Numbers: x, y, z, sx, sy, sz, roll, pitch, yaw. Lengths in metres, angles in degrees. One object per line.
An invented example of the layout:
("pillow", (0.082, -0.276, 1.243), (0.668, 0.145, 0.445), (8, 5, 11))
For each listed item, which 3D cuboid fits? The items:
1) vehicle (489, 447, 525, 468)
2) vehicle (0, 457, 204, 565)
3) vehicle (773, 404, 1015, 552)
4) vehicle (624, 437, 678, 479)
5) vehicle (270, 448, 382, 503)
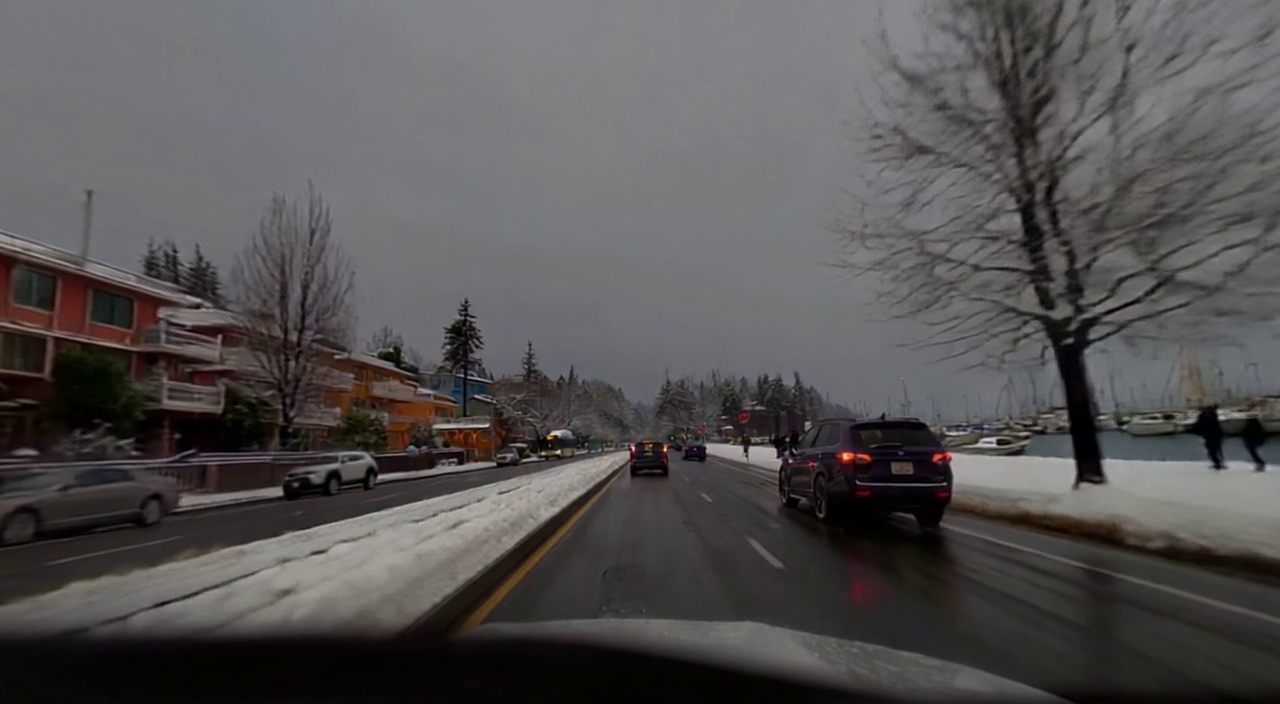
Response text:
("vehicle", (-10.108, 8.039, 48.072), (1.731, 1.489, 3.841), (-1, -9, 3))
("vehicle", (-10.393, 2.763, 11.533), (2.025, 1.465, 3.959), (-2, -8, -1))
("vehicle", (3.606, 1.886, 10.048), (2.000, 1.809, 4.405), (0, -8, 0))
("vehicle", (0.427, 4.497, 26.960), (2.132, 1.632, 3.838), (0, -8, 0))
("vehicle", (-10.318, 4.037, 21.077), (1.701, 1.528, 3.881), (-1, -8, 1))
